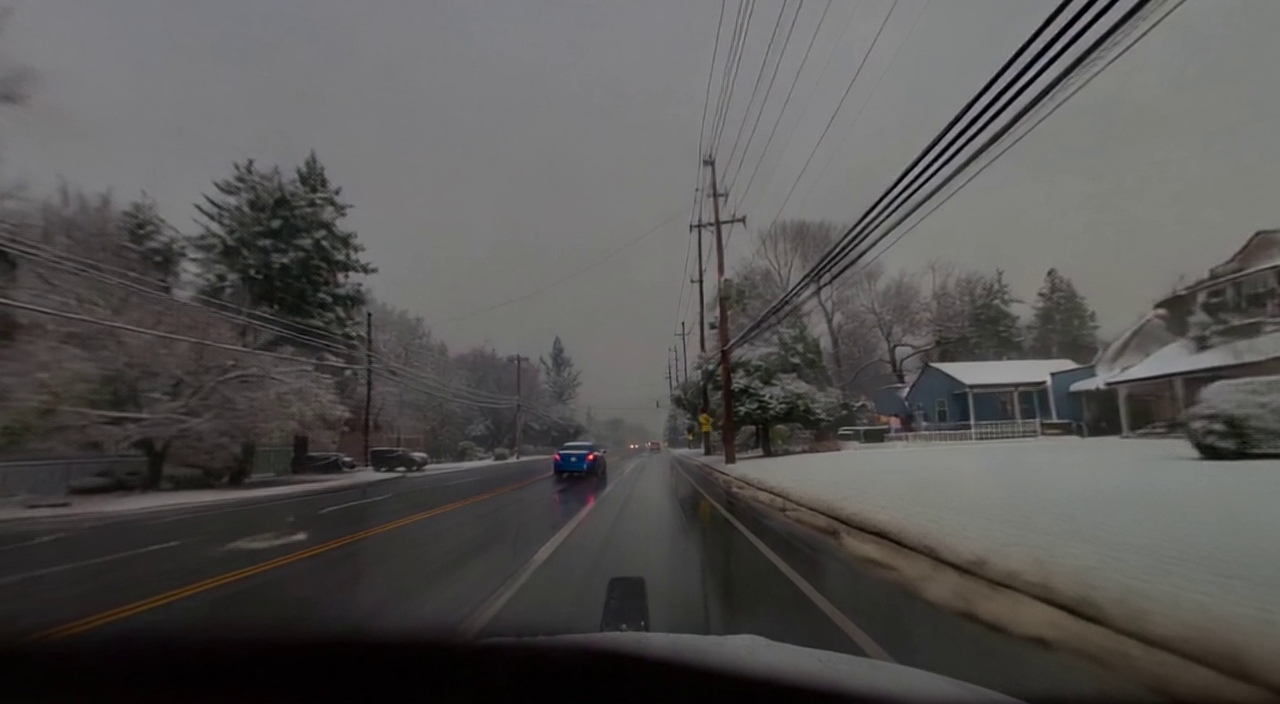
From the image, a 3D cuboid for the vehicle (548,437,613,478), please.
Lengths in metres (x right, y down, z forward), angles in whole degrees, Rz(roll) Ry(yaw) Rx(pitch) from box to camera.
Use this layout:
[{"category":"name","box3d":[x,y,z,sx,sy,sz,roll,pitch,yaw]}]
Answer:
[{"category":"vehicle","box3d":[-2.362,4.370,26.451,2.085,1.512,5.023,0,-8,2]}]
